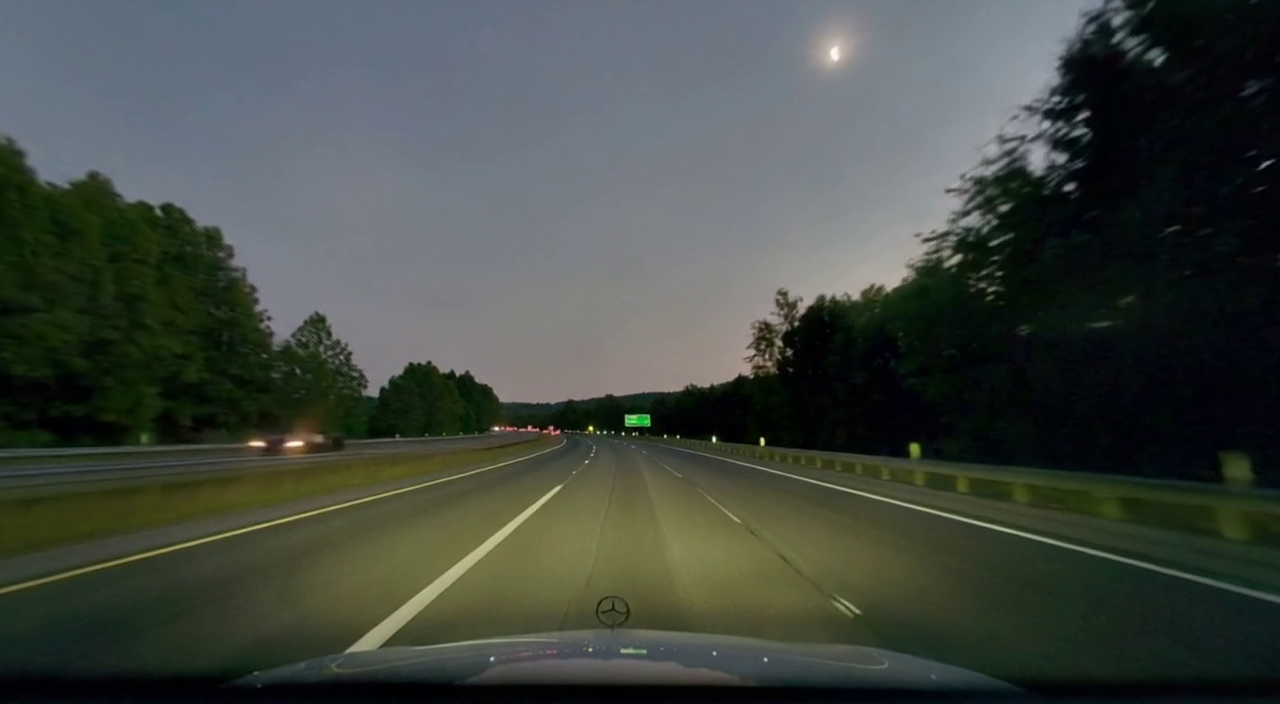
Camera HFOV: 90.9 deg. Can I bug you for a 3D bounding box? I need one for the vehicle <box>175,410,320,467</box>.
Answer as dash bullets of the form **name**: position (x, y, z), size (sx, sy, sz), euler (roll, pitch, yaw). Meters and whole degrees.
- **vehicle**: position (-13.885, 3.114, 22.812), size (2.011, 1.804, 5.202), euler (0, -8, -2)
